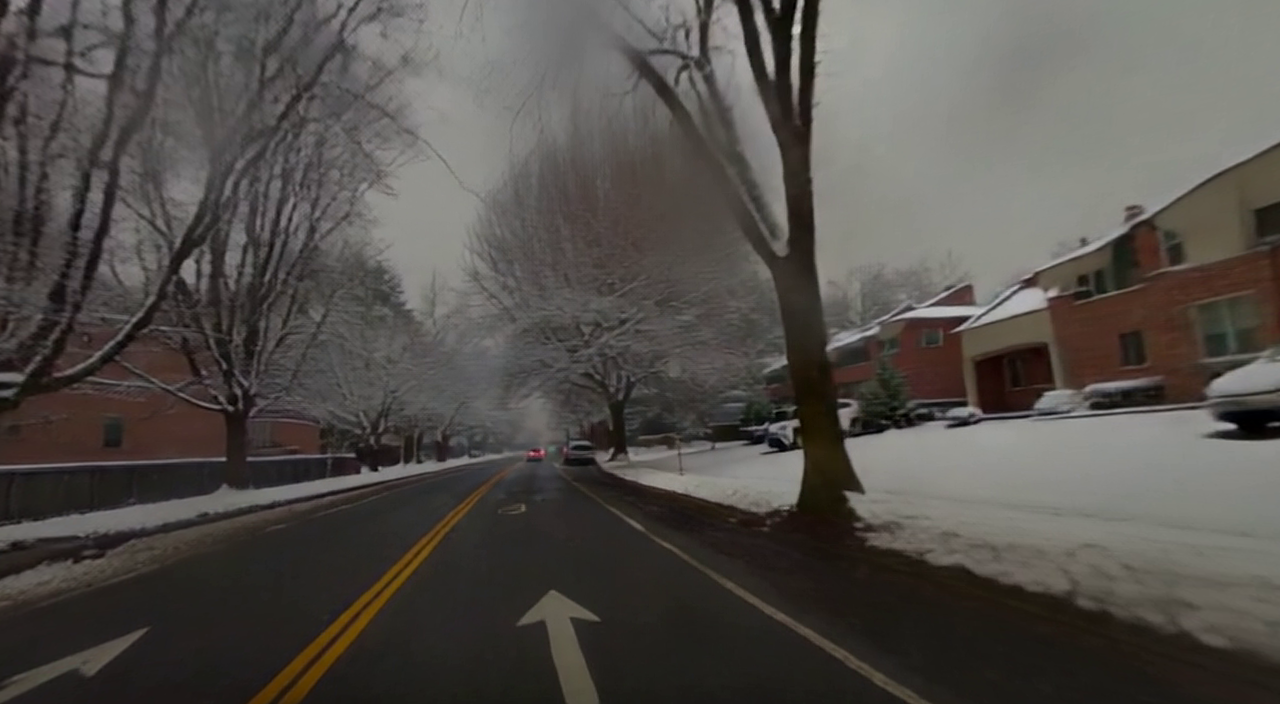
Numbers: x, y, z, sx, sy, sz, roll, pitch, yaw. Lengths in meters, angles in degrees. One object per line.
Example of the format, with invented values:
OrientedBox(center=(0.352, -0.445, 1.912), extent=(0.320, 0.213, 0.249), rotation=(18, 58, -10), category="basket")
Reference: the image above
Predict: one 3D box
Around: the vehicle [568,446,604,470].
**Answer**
OrientedBox(center=(-4.277, 8.267, 49.326), extent=(1.937, 1.752, 4.574), rotation=(2, -9, -15), category="vehicle")
